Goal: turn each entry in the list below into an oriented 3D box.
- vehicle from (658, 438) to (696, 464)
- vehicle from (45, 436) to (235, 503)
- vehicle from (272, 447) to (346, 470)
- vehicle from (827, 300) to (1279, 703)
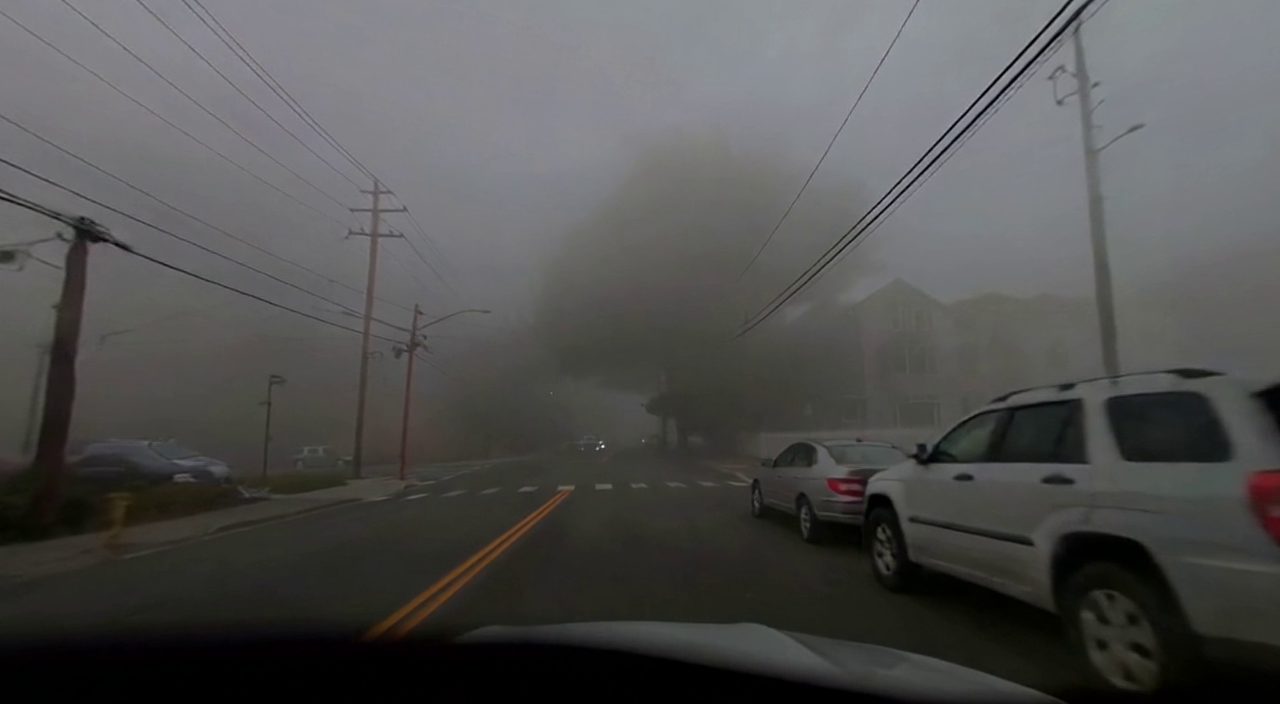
[{"bbox_3d":[2.318,6.313,40.381,1.999,1.604,4.065,0,-9,-2],"label":"vehicle"},{"bbox_3d":[-16.888,3.932,21.615,4.822,1.868,2.015,3,-10,-38],"label":"vehicle"},{"bbox_3d":[-25.157,8.118,48.200,1.814,1.462,4.703,-8,-9,30],"label":"vehicle"},{"bbox_3d":[3.164,1.047,4.335,2.146,1.781,4.634,0,-9,-3],"label":"vehicle"}]
